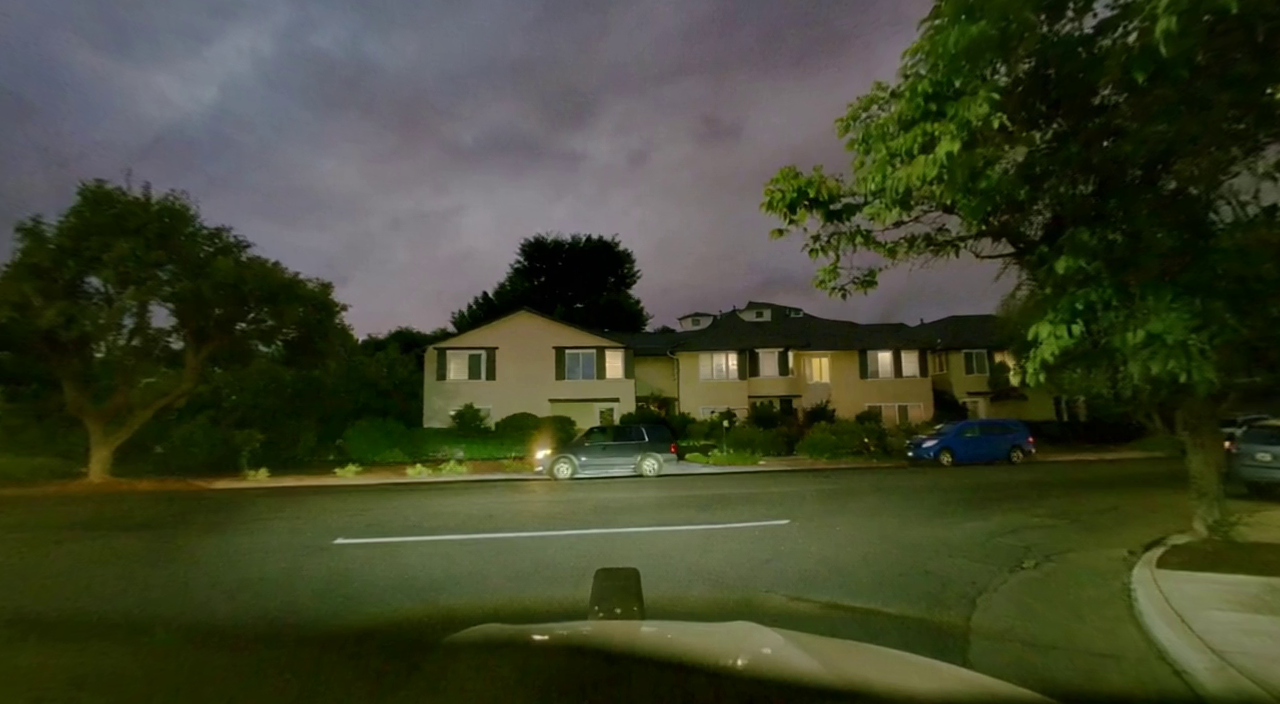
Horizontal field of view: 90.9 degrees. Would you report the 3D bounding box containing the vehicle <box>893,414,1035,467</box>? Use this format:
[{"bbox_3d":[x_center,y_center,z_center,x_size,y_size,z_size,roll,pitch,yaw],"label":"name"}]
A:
[{"bbox_3d":[10.059,2.750,19.690,3.513,1.507,1.798,2,-6,-8],"label":"vehicle"}]

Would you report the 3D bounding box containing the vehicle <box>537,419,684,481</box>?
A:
[{"bbox_3d":[-0.853,2.723,17.594,3.746,1.518,1.845,3,-5,-15],"label":"vehicle"}]
